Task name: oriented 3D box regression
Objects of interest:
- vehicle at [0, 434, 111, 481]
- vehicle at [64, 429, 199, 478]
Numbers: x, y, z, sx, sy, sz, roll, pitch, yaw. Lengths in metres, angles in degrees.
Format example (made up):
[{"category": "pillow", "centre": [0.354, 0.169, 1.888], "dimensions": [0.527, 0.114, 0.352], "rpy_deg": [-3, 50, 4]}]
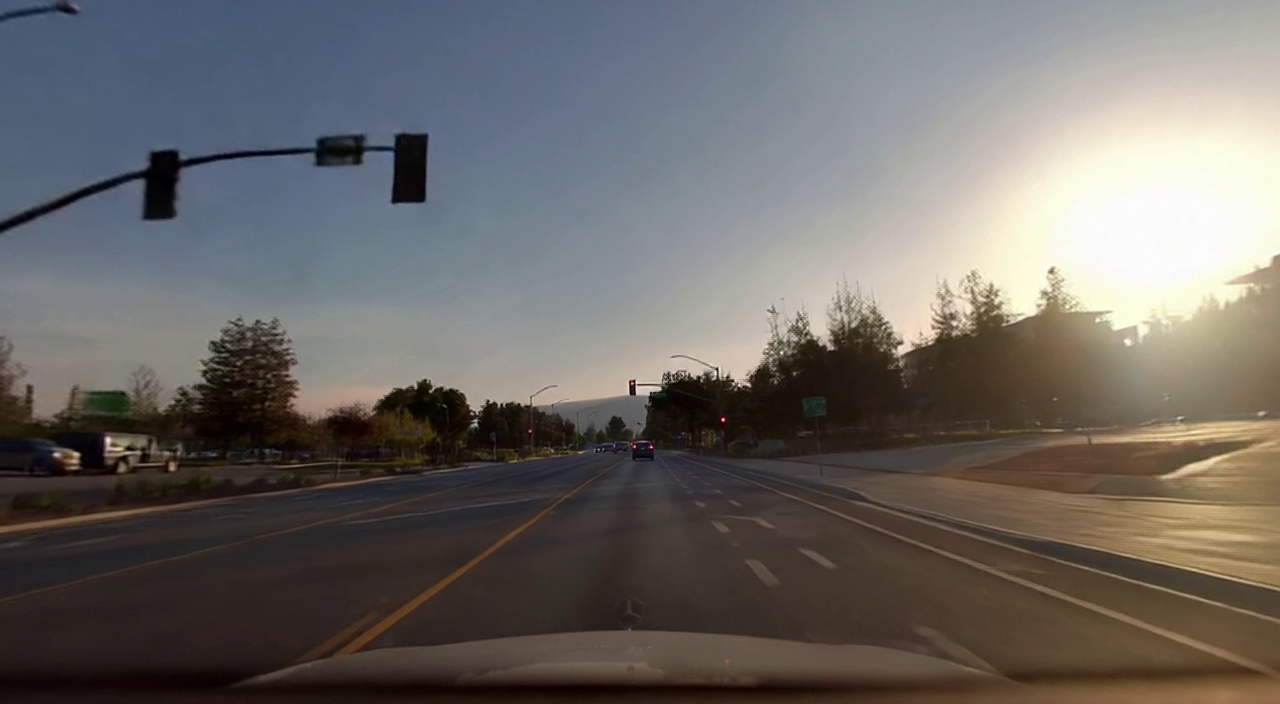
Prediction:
[{"category": "vehicle", "centre": [-37.908, 6.607, 39.576], "dimensions": [7.051, 2.835, 2.287], "rpy_deg": [0, -9, -2]}, {"category": "vehicle", "centre": [-38.489, 7.686, 47.920], "dimensions": [7.489, 3.516, 2.773], "rpy_deg": [0, -9, -4]}]
